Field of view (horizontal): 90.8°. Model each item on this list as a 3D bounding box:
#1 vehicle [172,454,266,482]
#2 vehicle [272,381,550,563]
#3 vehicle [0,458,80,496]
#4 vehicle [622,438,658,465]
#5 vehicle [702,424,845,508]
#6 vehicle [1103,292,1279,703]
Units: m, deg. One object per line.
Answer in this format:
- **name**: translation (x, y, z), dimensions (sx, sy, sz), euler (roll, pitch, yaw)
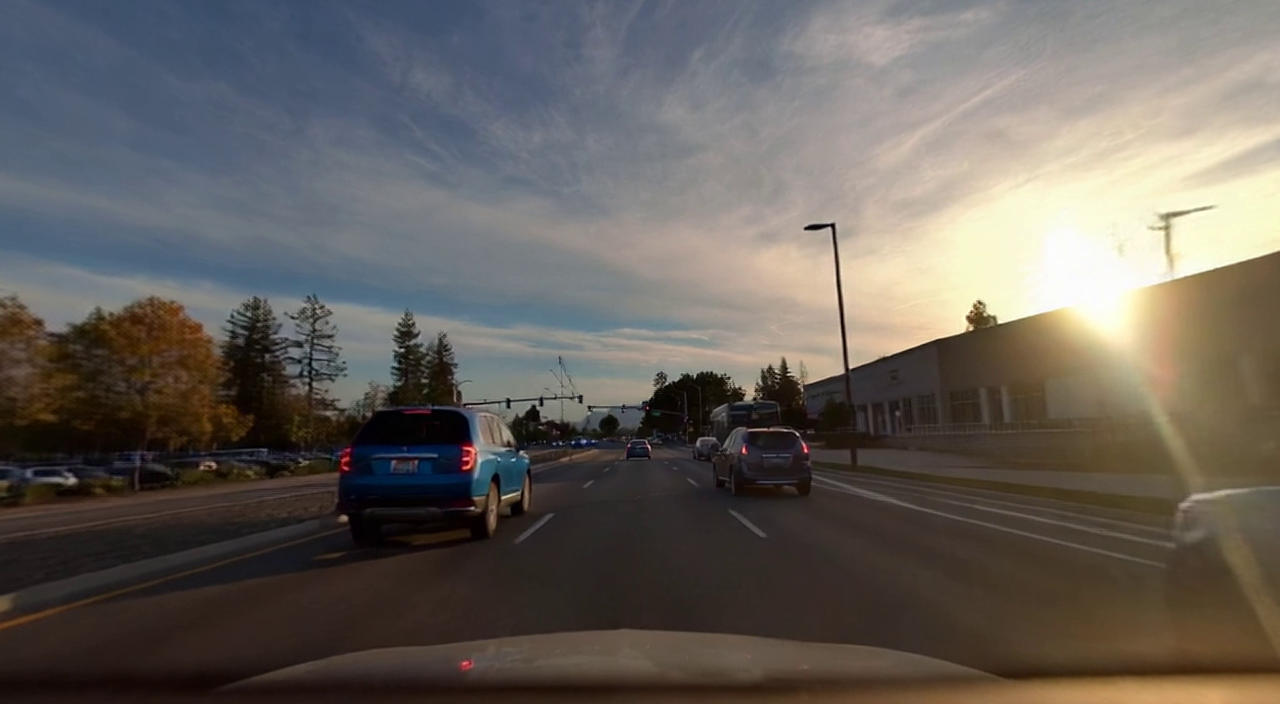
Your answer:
- **vehicle**: translation (-28.130, 7.754, 42.369), dimensions (4.862, 1.478, 2.057), euler (-4, -9, -2)
- **vehicle**: translation (-2.956, 1.738, 9.846), dimensions (2.368, 2.037, 5.319), euler (0, -8, 0)
- **vehicle**: translation (-28.882, 5.732, 29.030), dimensions (4.441, 1.625, 1.916), euler (-1, -8, 3)
- **vehicle**: translation (-0.035, 5.905, 37.671), dimensions (2.008, 1.464, 4.052), euler (0, -8, -1)
- **vehicle**: translation (2.819, 2.566, 14.666), dimensions (2.174, 1.596, 4.779), euler (0, -8, -1)
- **vehicle**: translation (2.823, 0.456, 0.167), dimensions (2.018, 1.719, 4.369), euler (0, -8, 0)
